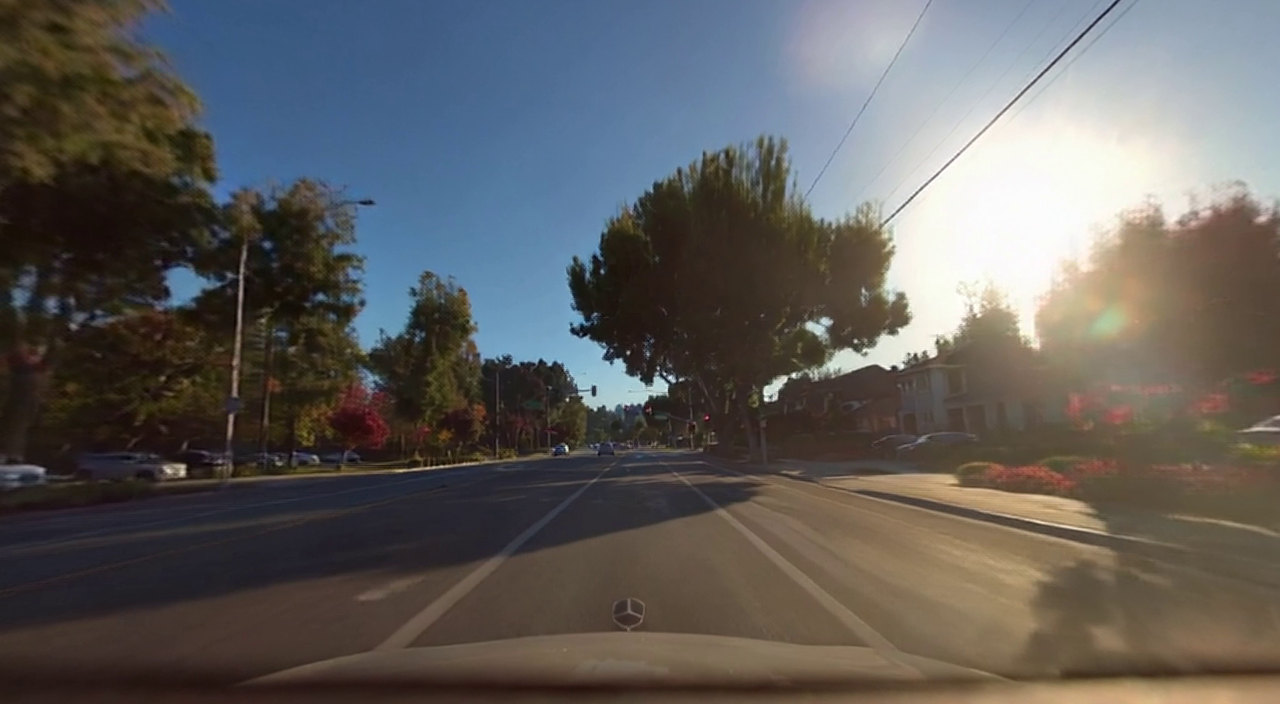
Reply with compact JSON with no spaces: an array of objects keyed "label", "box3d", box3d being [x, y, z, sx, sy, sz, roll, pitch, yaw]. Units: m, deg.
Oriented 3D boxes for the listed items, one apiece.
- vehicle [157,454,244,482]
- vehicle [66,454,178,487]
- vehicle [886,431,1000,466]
[{"label":"vehicle","box3d":[-23.054,6.065,33.145,3.309,1.386,1.573,1,-9,-7]},{"label":"vehicle","box3d":[-22.730,5.189,27.754,3.348,1.380,1.584,1,-9,-6]},{"label":"vehicle","box3d":[15.137,4.854,31.728,4.625,1.467,1.991,-3,-8,2]}]
